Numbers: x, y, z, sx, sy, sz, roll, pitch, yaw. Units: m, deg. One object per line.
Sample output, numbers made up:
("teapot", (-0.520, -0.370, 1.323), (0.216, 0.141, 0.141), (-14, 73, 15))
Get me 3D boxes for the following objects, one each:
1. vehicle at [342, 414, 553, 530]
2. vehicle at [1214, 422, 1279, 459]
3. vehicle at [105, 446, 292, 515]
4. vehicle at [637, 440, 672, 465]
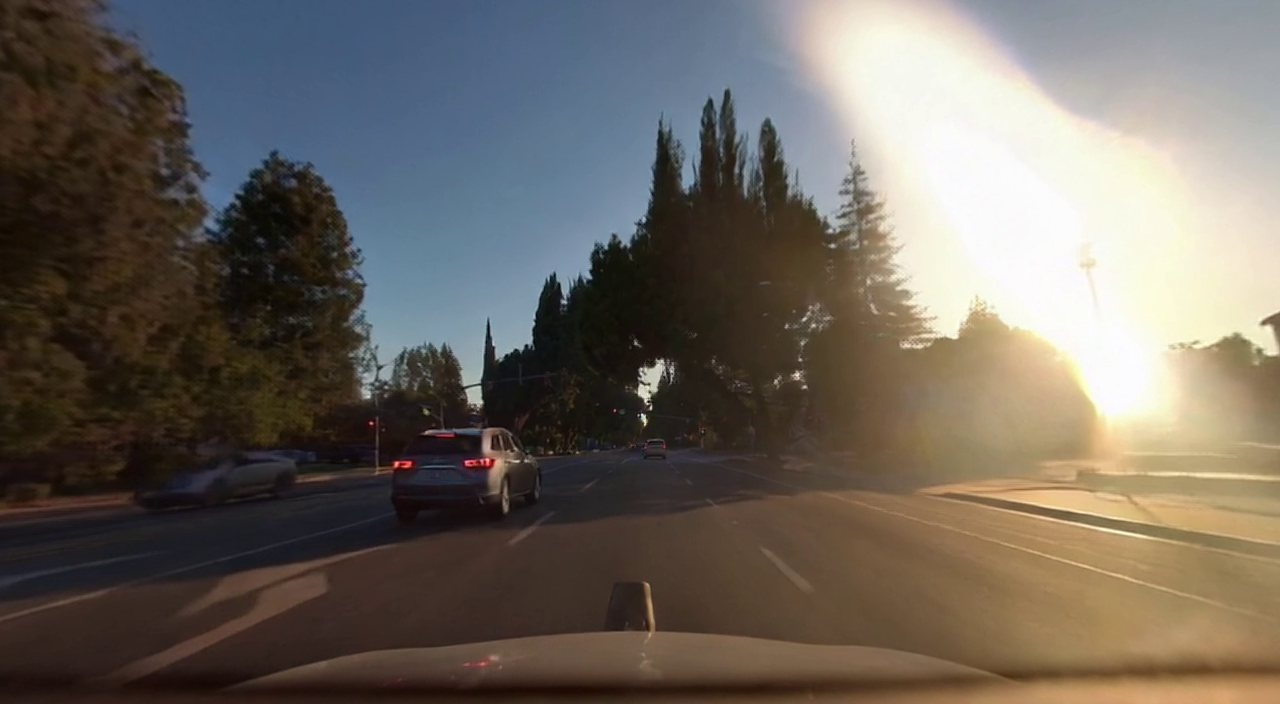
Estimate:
("vehicle", (-3.425, 2.313, 12.733), (2.459, 1.825, 5.380), (0, -9, 1))
("vehicle", (33.005, 4.545, 32.577), (2.003, 1.734, 4.821), (-4, -8, 0))
("vehicle", (-11.829, 3.414, 17.358), (1.914, 1.632, 4.377), (0, -9, 0))
("vehicle", (1.032, 7.629, 48.007), (2.437, 1.737, 4.420), (0, -9, -2))
